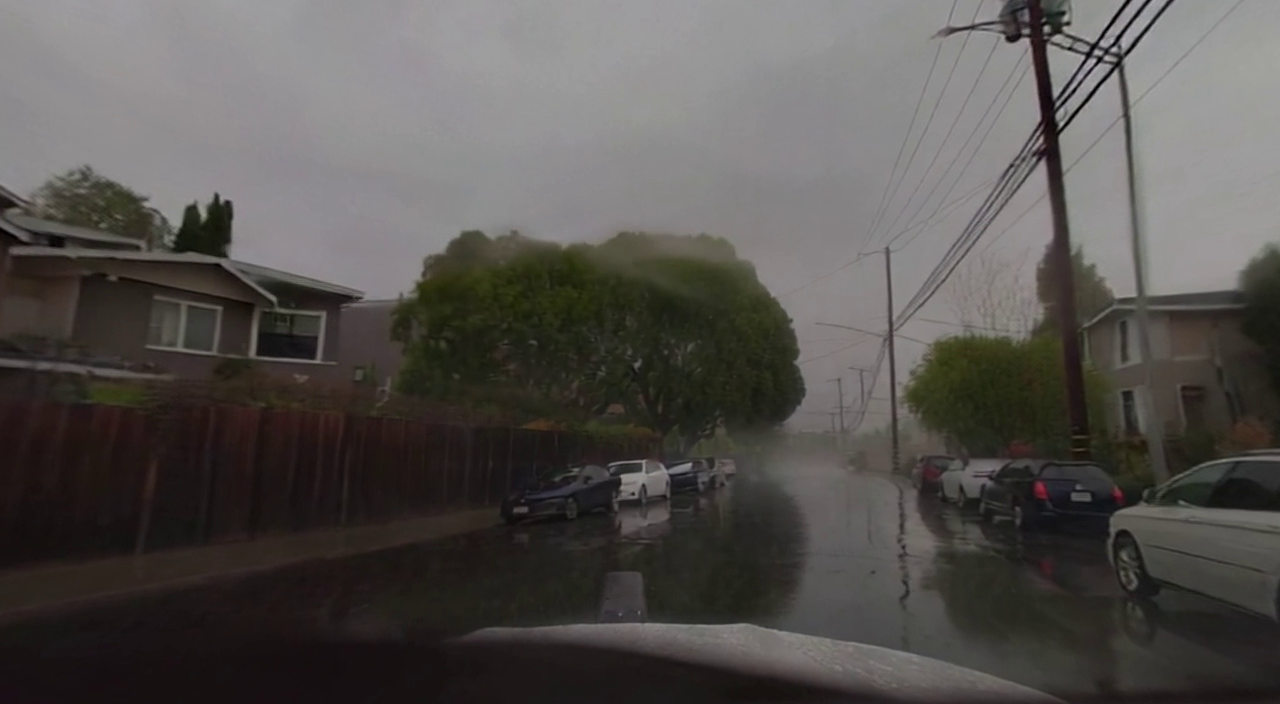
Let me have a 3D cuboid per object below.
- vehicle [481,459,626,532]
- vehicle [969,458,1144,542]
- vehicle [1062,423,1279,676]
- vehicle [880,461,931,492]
[{"bbox_3d":[-1.927,3.441,15.817,1.930,1.478,4.731,-2,-9,14],"label":"vehicle"},{"bbox_3d":[8.517,2.982,13.403,1.887,1.435,4.161,-3,-10,17],"label":"vehicle"},{"bbox_3d":[5.784,1.479,5.164,2.439,1.670,4.631,-2,-9,15],"label":"vehicle"},{"bbox_3d":[14.347,6.700,34.406,1.979,1.480,4.500,-3,-9,16],"label":"vehicle"}]
